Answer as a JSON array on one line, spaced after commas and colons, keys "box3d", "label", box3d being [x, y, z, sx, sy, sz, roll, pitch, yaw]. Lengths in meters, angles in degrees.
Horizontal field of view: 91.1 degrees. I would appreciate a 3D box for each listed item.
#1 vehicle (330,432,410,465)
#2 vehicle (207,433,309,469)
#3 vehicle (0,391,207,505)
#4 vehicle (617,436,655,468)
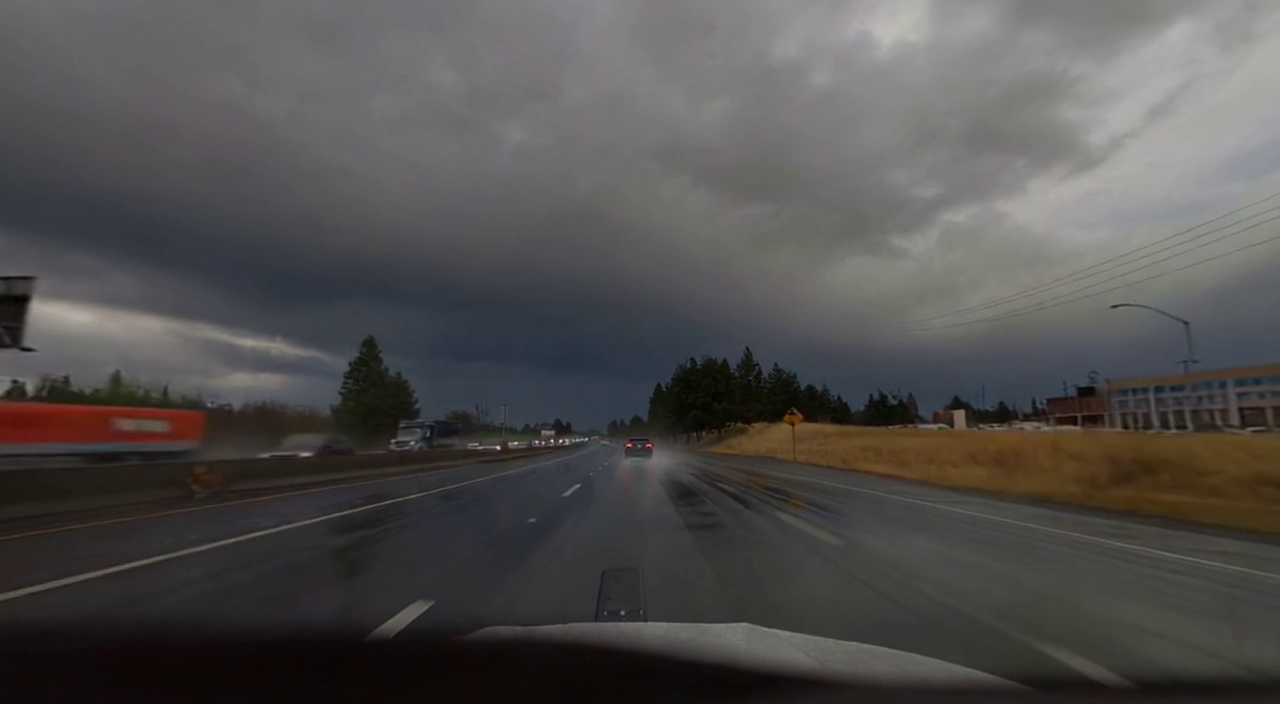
[{"box3d": [-17.725, 6.375, 41.671, 2.609, 2.002, 6.224, 0, -8, -1], "label": "vehicle"}, {"box3d": [-22.302, 5.828, 37.034, 2.308, 1.924, 5.804, 0, -8, 0], "label": "vehicle"}, {"box3d": [-17.352, 2.174, 14.093, 2.980, 2.800, 17.319, 0, -8, 1], "label": "vehicle"}, {"box3d": [-0.278, 5.714, 36.038, 2.029, 1.666, 4.064, 0, -8, -2], "label": "vehicle"}]
